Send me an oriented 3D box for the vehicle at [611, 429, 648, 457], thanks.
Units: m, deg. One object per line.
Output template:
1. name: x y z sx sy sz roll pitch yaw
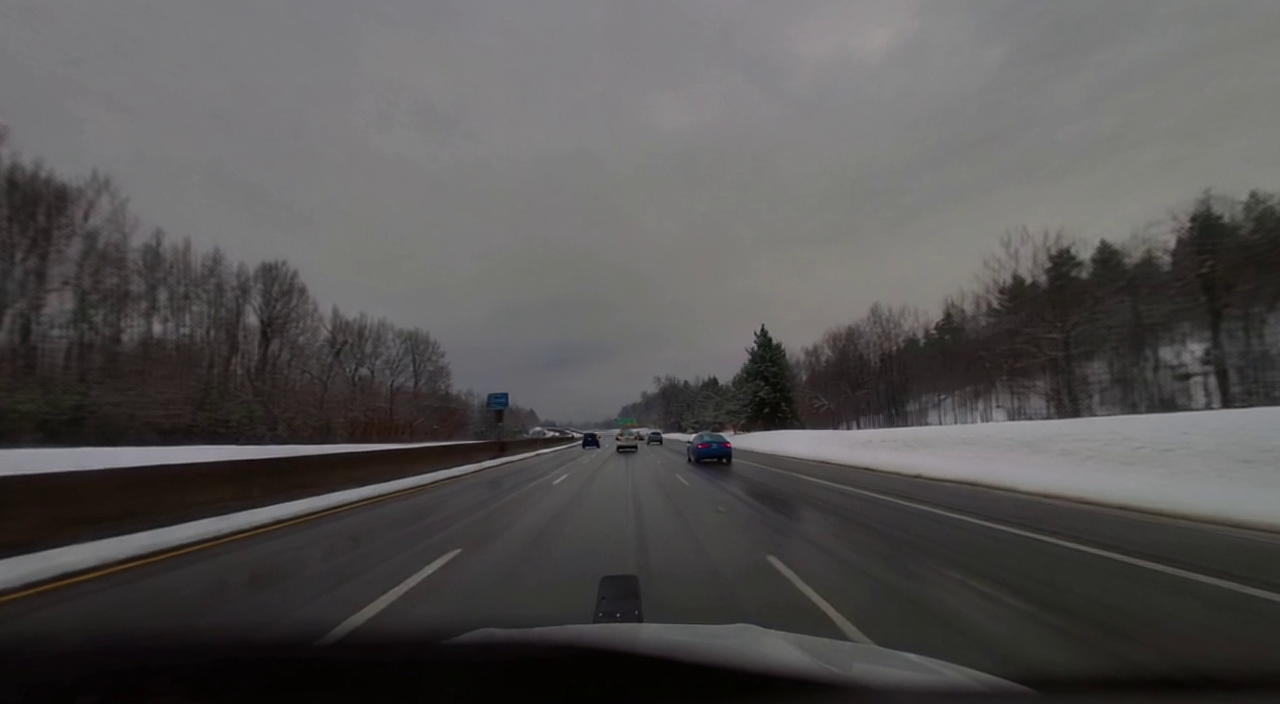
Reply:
1. vehicle: -0.658 5.708 39.529 2.182 1.680 4.253 0 -8 -1

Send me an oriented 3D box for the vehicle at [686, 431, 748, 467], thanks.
1. vehicle: 3.382 4.338 28.479 2.056 1.479 4.660 0 -8 -2

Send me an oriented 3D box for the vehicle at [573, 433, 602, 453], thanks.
1. vehicle: -4.087 7.169 49.760 2.041 1.546 4.080 0 -8 -1
